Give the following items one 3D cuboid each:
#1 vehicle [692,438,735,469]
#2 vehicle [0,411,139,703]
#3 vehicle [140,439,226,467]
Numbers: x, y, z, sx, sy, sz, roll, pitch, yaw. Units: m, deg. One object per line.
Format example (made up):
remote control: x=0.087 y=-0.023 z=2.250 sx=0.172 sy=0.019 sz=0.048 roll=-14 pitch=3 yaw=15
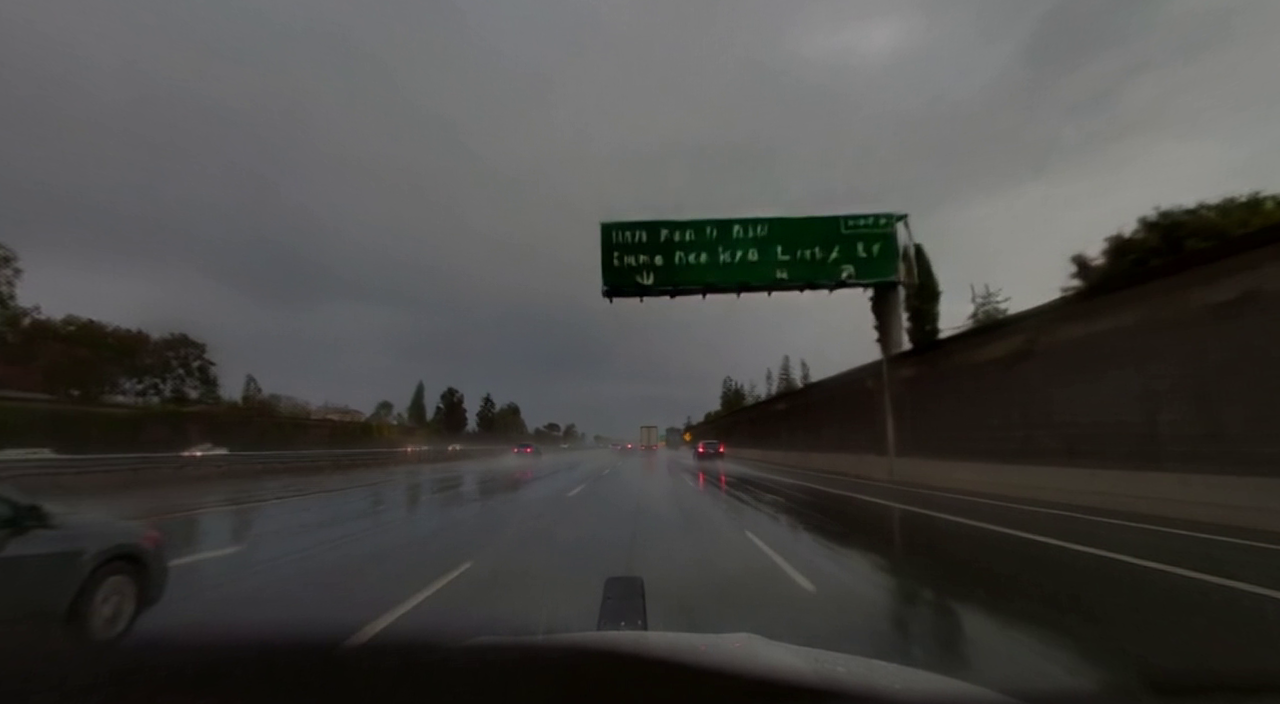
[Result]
vehicle: x=4.202 y=5.877 z=36.494 sx=2.046 sy=1.655 sz=4.143 roll=0 pitch=-9 yaw=0
vehicle: x=-4.049 y=0.839 z=1.697 sx=1.947 sy=1.479 sz=4.114 roll=0 pitch=-8 yaw=0
vehicle: x=-32.202 y=7.115 z=44.449 sx=2.228 sy=1.813 sz=5.001 roll=0 pitch=-8 yaw=1
